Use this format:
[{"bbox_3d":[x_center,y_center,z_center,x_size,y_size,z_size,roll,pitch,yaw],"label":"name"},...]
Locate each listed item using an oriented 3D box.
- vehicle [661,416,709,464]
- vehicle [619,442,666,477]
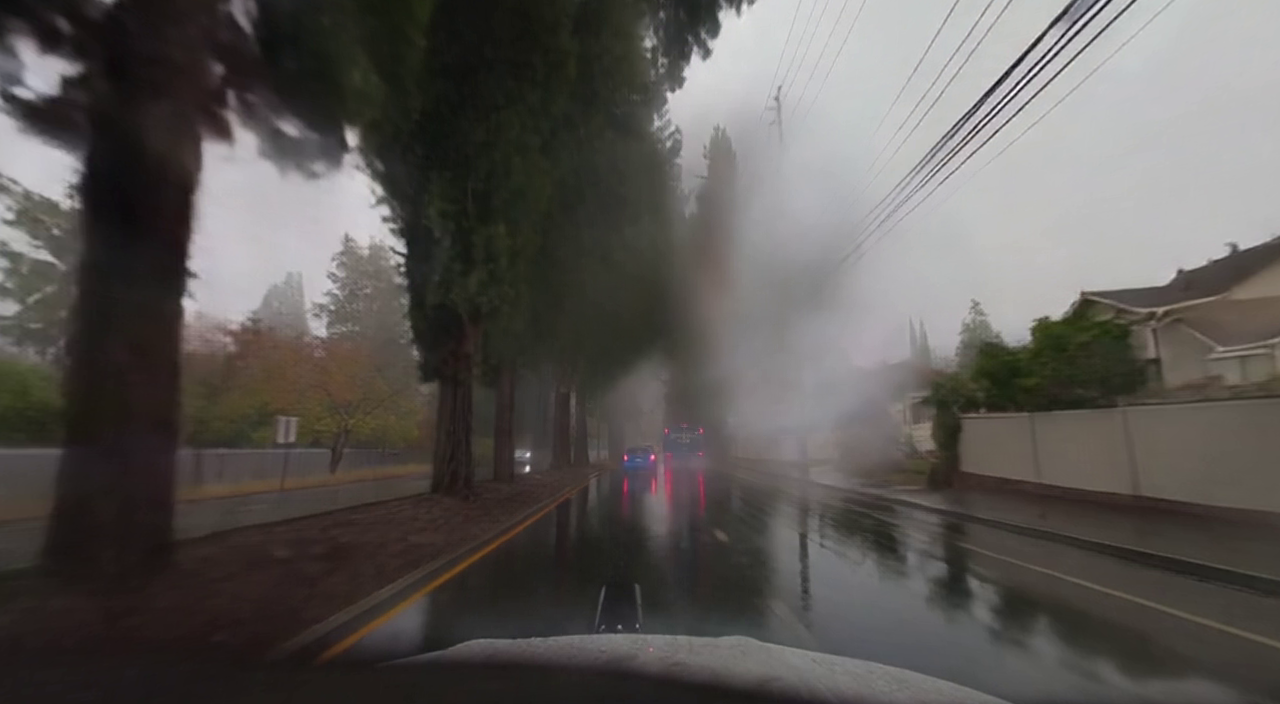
[{"bbox_3d":[3.263,6.956,49.550,2.789,3.285,12.428,0,-8,0],"label":"vehicle"},{"bbox_3d":[0.127,4.939,29.333,2.018,1.511,3.993,0,-8,1],"label":"vehicle"}]
